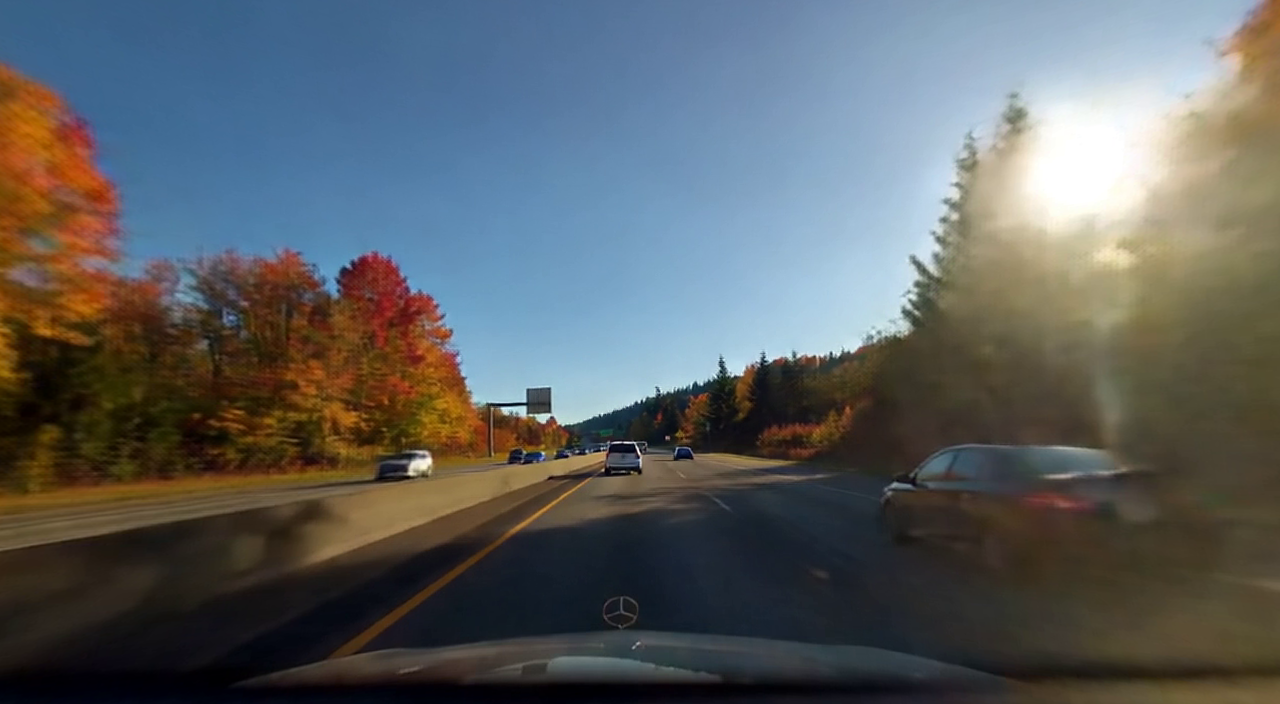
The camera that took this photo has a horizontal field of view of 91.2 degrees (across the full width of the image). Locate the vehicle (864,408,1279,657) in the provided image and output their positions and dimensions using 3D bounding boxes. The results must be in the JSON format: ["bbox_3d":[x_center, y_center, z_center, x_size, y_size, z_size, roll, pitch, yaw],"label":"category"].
[{"bbox_3d":[3.941,1.430,6.087,1.843,1.505,4.339,0,-9,-1],"label":"vehicle"}]

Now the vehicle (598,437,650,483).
[{"bbox_3d":[-0.598,4.323,25.376,1.937,1.699,3.936,-1,-9,0],"label":"vehicle"}]

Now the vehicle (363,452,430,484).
[{"bbox_3d":[-13.173,6.269,34.188,1.914,1.600,4.188,-1,-9,0],"label":"vehicle"}]
